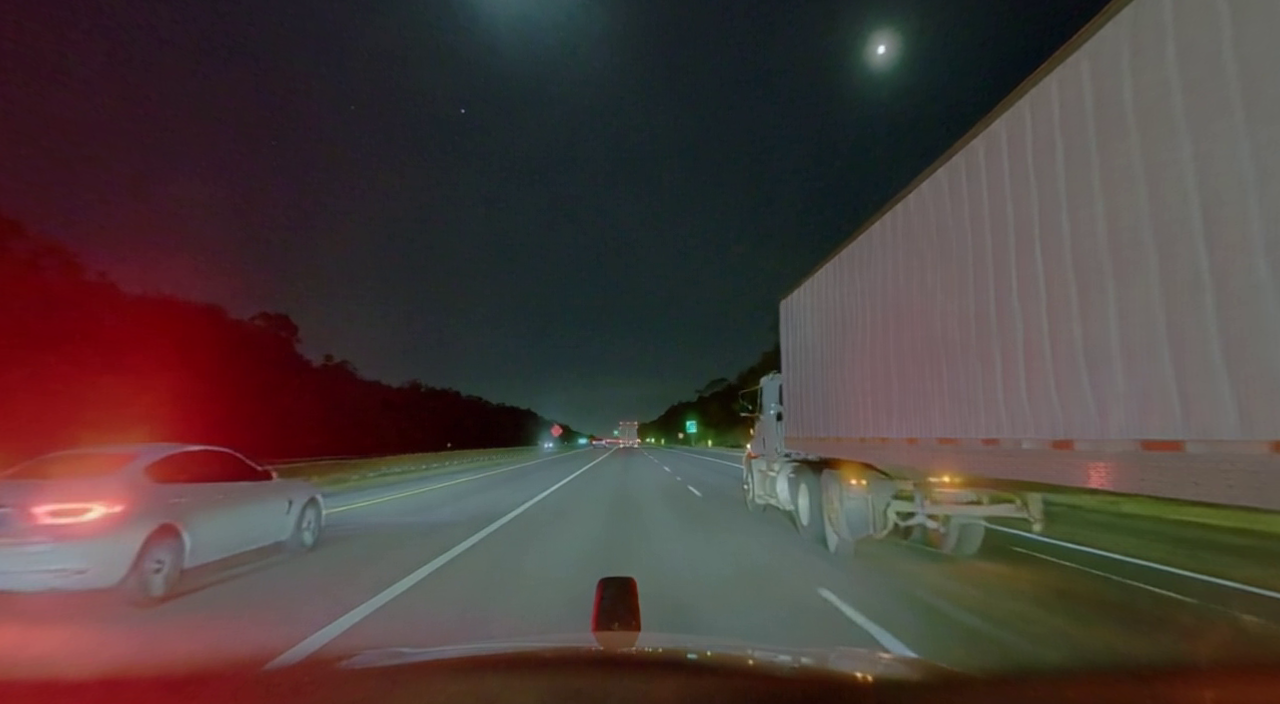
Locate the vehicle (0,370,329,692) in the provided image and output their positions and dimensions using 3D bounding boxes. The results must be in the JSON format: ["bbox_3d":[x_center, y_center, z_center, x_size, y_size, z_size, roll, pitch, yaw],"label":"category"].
[{"bbox_3d":[-4.397,1.076,4.384,2.123,1.655,4.688,0,-8,-1],"label":"vehicle"}]
